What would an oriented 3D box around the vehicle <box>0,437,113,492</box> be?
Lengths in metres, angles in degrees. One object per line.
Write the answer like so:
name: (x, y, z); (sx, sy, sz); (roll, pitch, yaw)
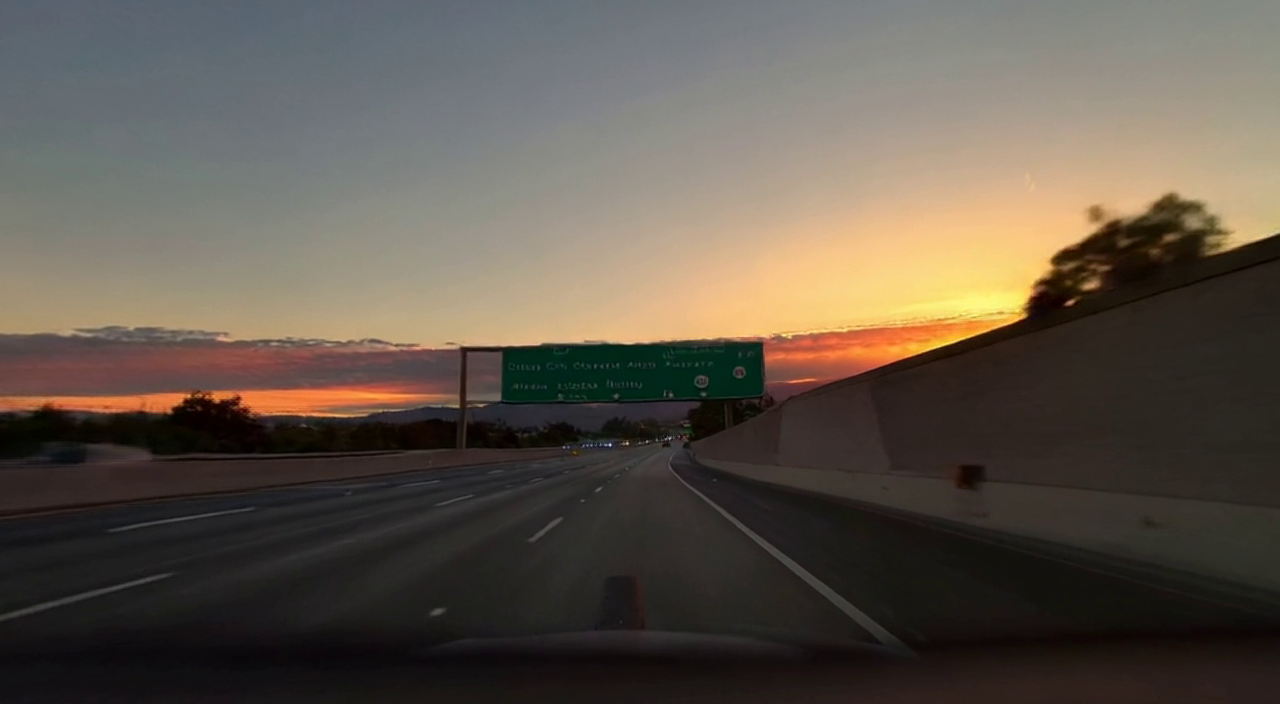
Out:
vehicle: (-18.725, 3.360, 18.925); (1.857, 1.507, 4.425); (0, -9, 1)
